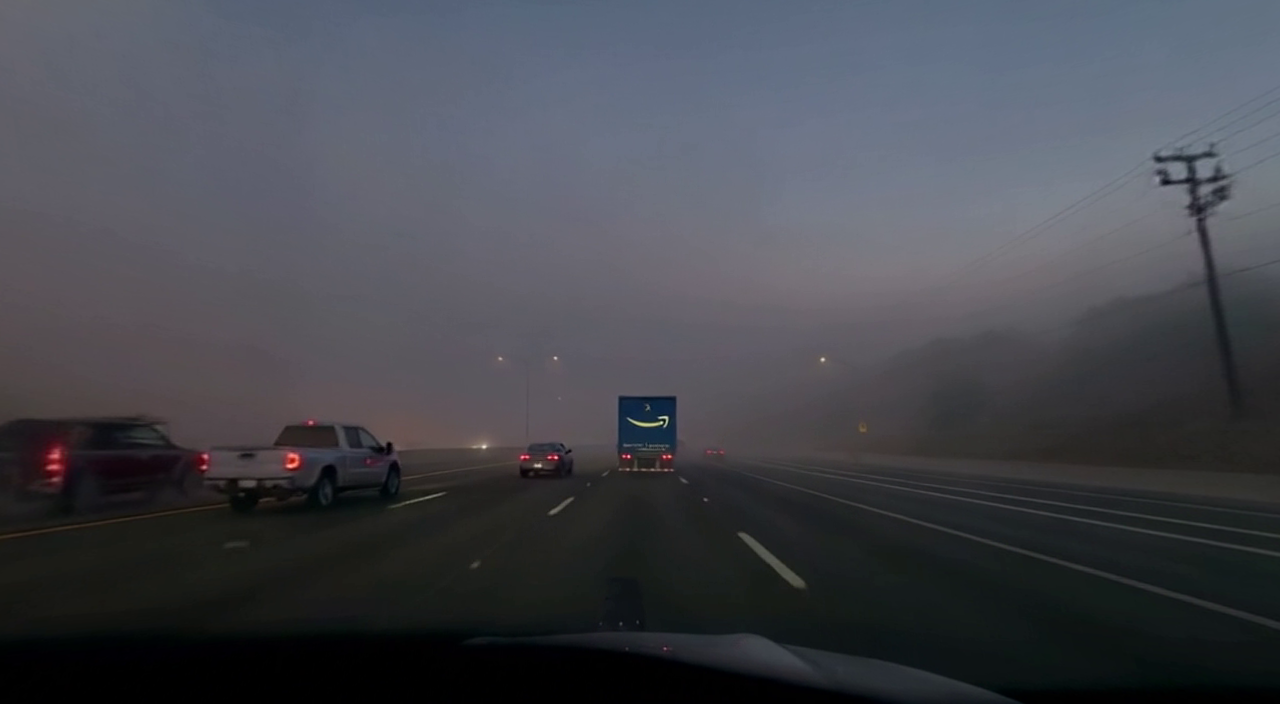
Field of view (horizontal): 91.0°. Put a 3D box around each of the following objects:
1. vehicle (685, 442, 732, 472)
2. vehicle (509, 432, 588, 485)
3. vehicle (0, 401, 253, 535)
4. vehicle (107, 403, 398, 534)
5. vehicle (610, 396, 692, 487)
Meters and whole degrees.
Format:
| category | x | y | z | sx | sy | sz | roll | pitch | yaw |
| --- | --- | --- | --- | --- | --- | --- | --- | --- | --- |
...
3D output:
| category | x | y | z | sx | sy | sz | roll | pitch | yaw |
| --- | --- | --- | --- | --- | --- | --- | --- | --- | --- |
| vehicle | 3.628 | 5.664 | 34.185 | 1.970 | 1.499 | 4.491 | 1 | -9 | -1 |
| vehicle | -3.104 | 3.717 | 22.240 | 2.095 | 1.688 | 4.188 | 0 | -9 | 1 |
| vehicle | -10.217 | 2.012 | 11.430 | 2.454 | 1.857 | 6.221 | 0 | -9 | 0 |
| vehicle | -6.577 | 2.054 | 11.672 | 2.101 | 1.858 | 5.071 | 0 | -9 | 1 |
| vehicle | 0.314 | 3.156 | 22.095 | 2.456 | 2.705 | 6.251 | 0 | -9 | 0 |
